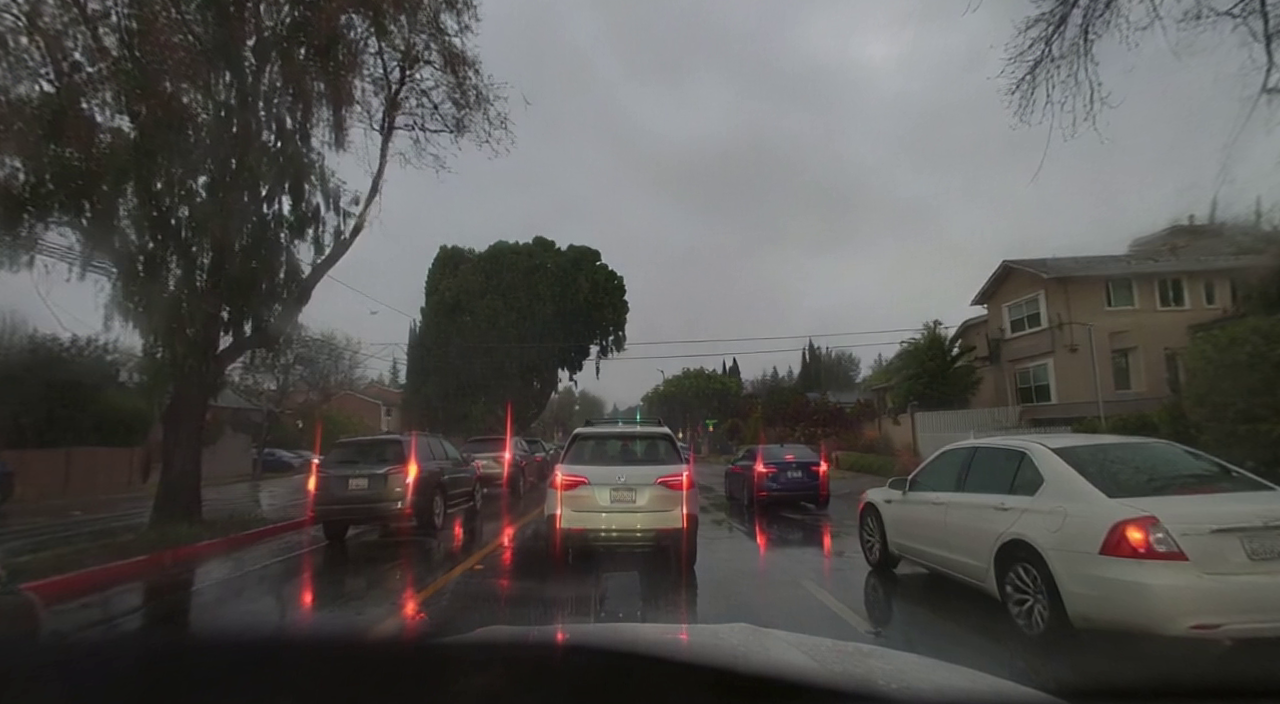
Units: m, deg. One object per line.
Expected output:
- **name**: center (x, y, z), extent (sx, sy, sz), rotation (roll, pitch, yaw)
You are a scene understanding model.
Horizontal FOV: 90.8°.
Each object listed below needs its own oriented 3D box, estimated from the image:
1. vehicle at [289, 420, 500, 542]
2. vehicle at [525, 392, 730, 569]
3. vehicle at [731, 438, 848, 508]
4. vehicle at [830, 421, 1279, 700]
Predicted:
- **vehicle**: center (-3.716, 2.016, 10.528), extent (1.864, 1.576, 4.324), rotation (0, -8, -2)
- **vehicle**: center (-0.220, 1.671, 8.916), extent (2.164, 1.867, 4.254), rotation (0, -8, -3)
- **vehicle**: center (3.498, 2.900, 15.603), extent (1.880, 1.476, 3.932), rotation (0, -8, -1)
- **vehicle**: center (3.475, 1.463, 5.770), extent (1.977, 1.480, 4.589), rotation (0, -8, -1)
